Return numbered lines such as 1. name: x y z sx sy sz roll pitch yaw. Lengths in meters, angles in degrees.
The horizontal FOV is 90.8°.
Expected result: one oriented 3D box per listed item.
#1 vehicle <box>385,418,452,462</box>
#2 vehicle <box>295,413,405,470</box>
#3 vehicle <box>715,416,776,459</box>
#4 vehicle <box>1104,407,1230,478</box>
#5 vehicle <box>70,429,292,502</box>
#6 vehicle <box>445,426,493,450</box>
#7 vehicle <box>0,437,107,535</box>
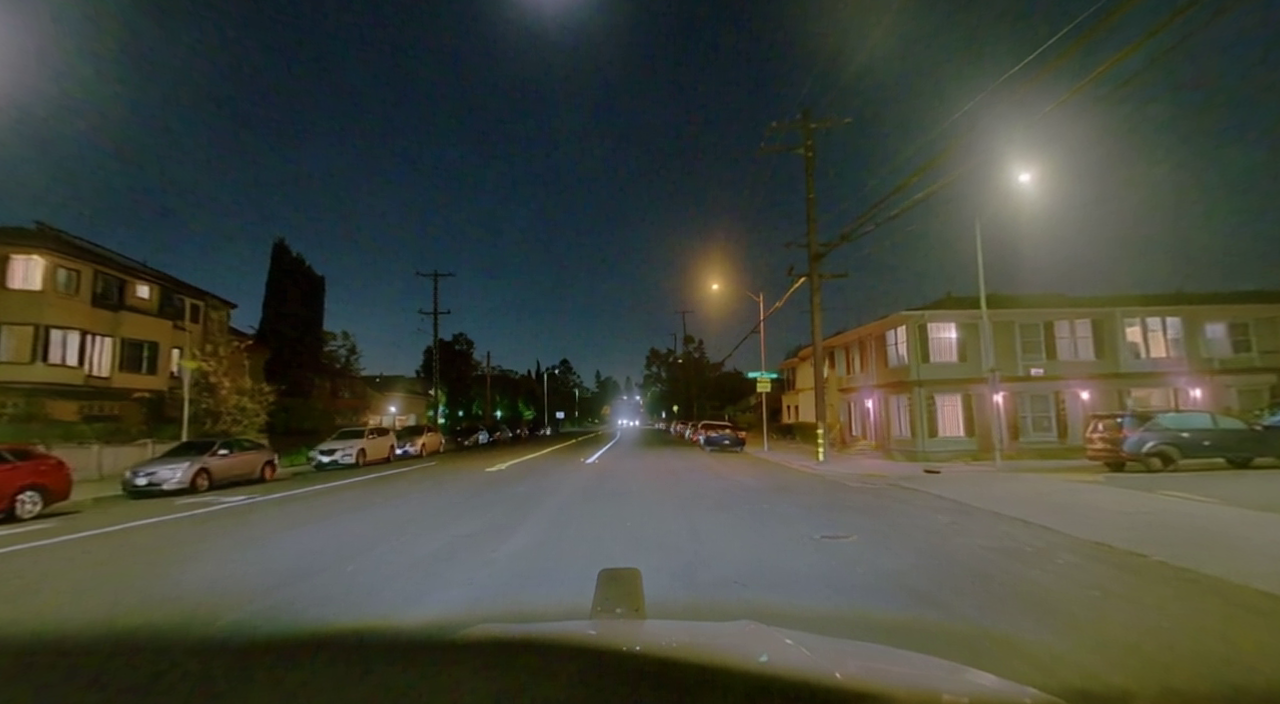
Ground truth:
1. vehicle: -11.334 4.457 32.600 1.926 1.998 4.447 -4 -6 -1
2. vehicle: -11.138 3.510 24.708 2.056 1.980 4.763 0 -8 -1
3. vehicle: 4.367 3.642 26.758 1.867 1.680 4.176 0 -8 0
4. vehicle: 13.698 2.271 16.413 2.122 1.474 4.313 -9 -8 41
5. vehicle: -11.153 2.776 15.927 2.082 1.540 4.654 0 -8 0
6. vehicle: -11.173 5.676 41.522 2.051 1.520 4.374 0 -8 -2
7. vehicle: -11.058 2.045 9.460 1.970 1.523 4.702 -1 -8 1
